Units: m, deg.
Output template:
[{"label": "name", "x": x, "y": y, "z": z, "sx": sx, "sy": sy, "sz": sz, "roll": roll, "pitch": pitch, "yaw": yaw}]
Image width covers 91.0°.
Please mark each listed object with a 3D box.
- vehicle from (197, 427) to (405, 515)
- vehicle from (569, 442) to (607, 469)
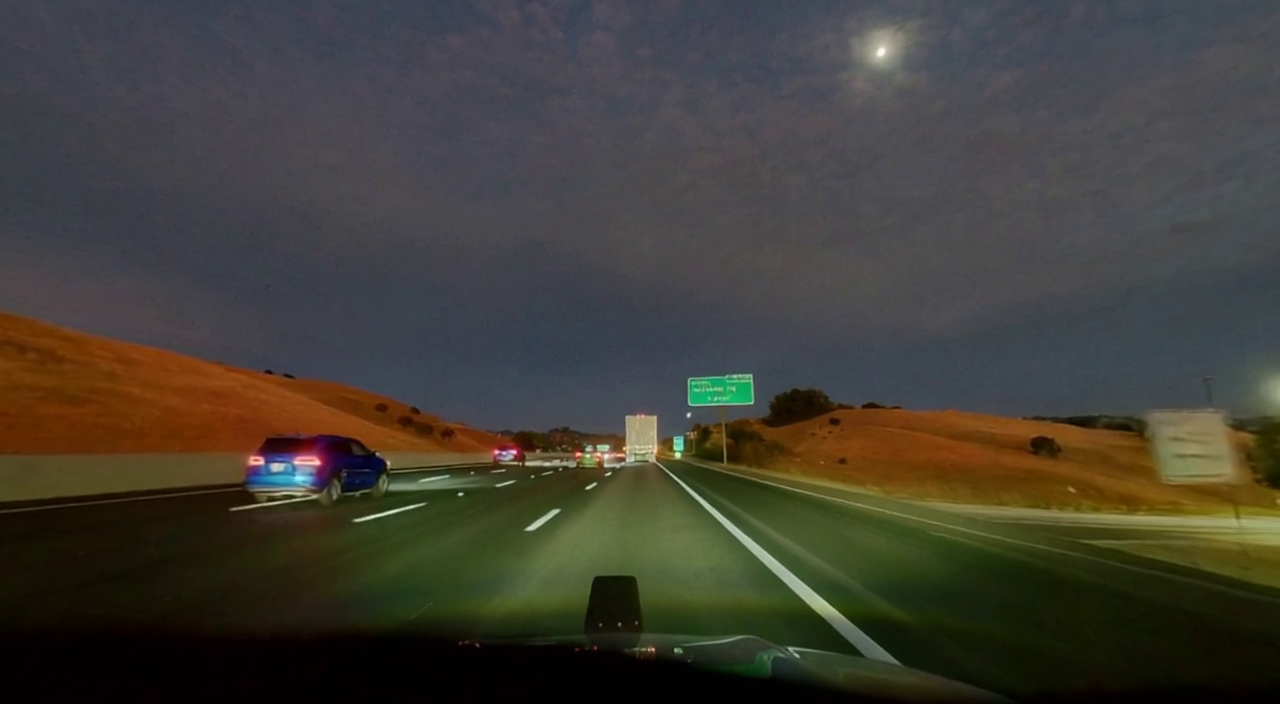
[{"label": "vehicle", "x": -7.483, "y": 2.668, "z": 14.660, "sx": 2.098, "sy": 1.678, "sz": 4.822, "roll": 0, "pitch": -9, "yaw": 0}, {"label": "vehicle", "x": -3.540, "y": 7.130, "z": 43.601, "sx": 2.194, "sy": 1.725, "sz": 4.698, "roll": 1, "pitch": -9, "yaw": 0}]
